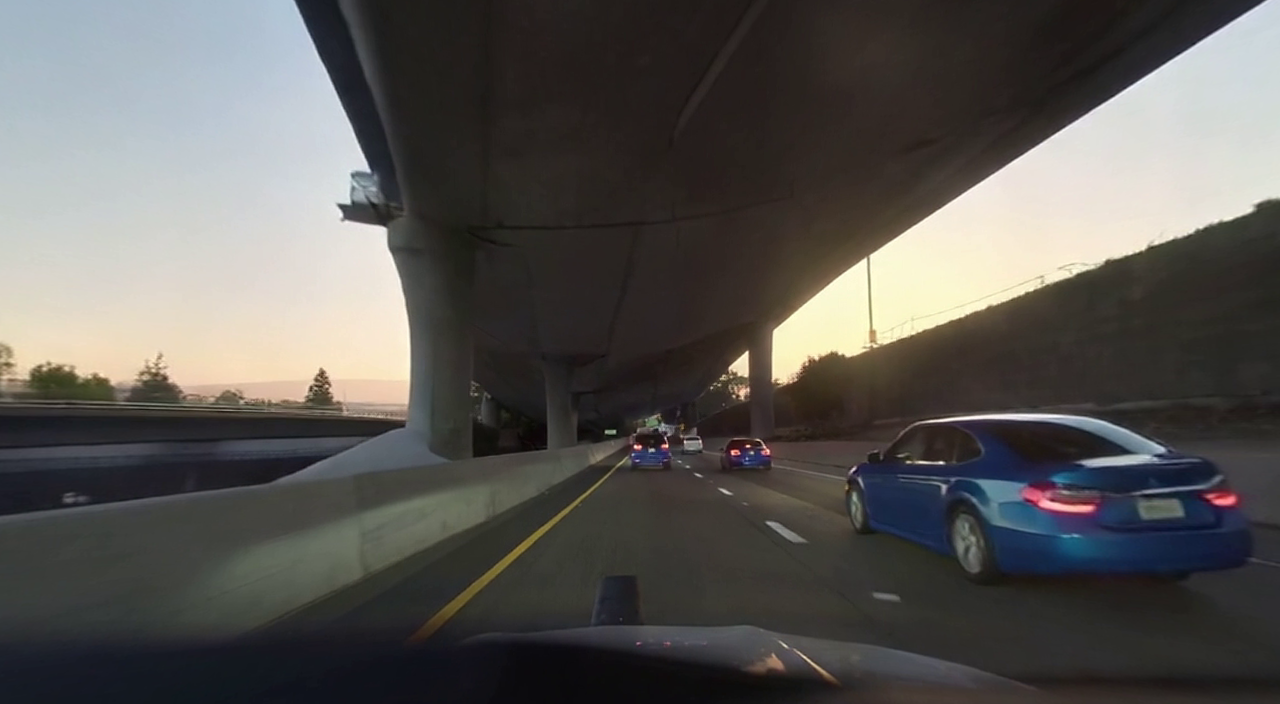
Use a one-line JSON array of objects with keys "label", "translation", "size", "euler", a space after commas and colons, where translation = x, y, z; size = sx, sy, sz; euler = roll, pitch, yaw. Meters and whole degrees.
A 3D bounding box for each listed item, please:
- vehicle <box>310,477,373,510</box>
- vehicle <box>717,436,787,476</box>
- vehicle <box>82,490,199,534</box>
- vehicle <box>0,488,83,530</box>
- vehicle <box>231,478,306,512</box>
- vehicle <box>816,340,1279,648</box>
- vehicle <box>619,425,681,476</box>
[{"label": "vehicle", "translation": [-18.835, 8.921, 39.967], "size": [1.939, 1.689, 4.298], "euler": [1, -9, -2]}, {"label": "vehicle", "translation": [4.544, 4.294, 26.158], "size": [2.047, 1.500, 4.017], "euler": [1, -9, -2]}, {"label": "vehicle", "translation": [-22.137, 7.076, 28.147], "size": [1.813, 1.498, 4.330], "euler": [1, -9, -3]}, {"label": "vehicle", "translation": [-29.249, 7.363, 29.750], "size": [1.859, 1.524, 4.469], "euler": [1, -9, -2]}, {"label": "vehicle", "translation": [-22.642, 8.718, 38.600], "size": [1.920, 1.675, 4.655], "euler": [1, -9, -2]}, {"label": "vehicle", "translation": [4.001, 1.337, 7.025], "size": [2.404, 2.014, 5.655], "euler": [0, -8, 0]}, {"label": "vehicle", "translation": [0.380, 3.973, 25.592], "size": [2.264, 1.841, 4.583], "euler": [0, -8, 0]}]
